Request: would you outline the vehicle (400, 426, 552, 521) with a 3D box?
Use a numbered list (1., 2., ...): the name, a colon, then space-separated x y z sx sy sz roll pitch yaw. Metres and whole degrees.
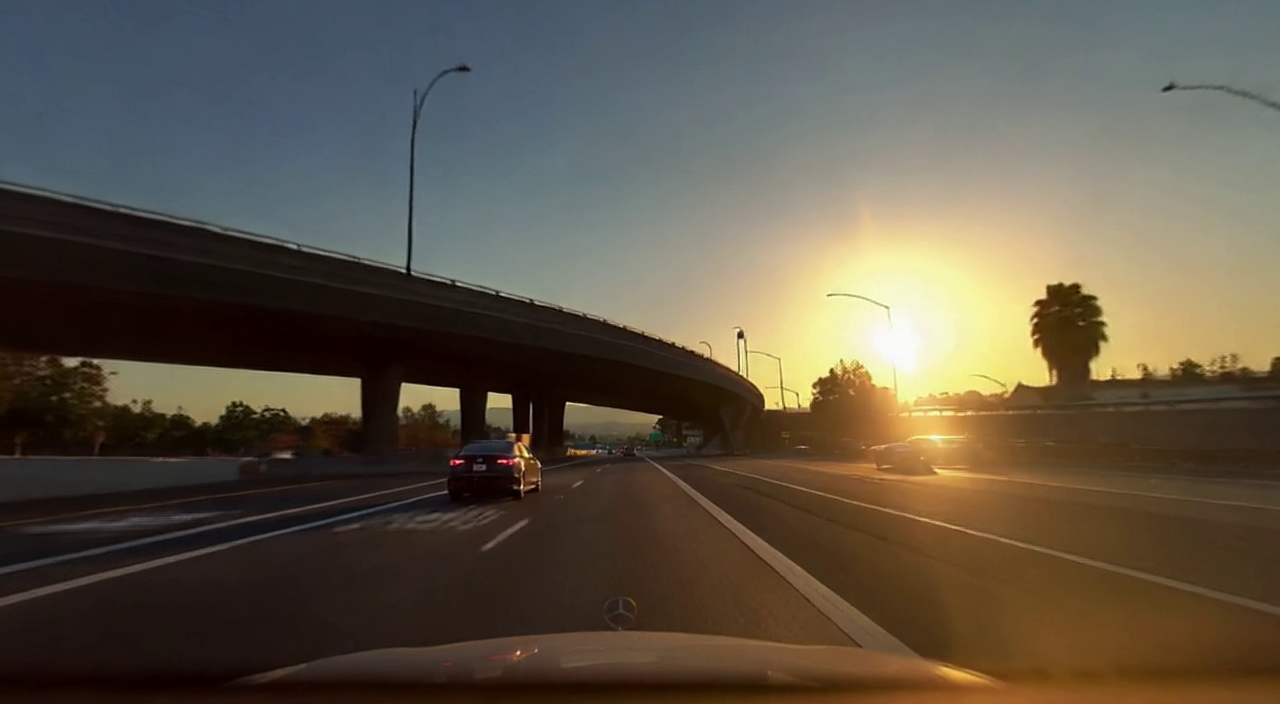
1. vehicle: -3.286 2.529 13.681 2.178 1.699 4.321 0 -8 -1
